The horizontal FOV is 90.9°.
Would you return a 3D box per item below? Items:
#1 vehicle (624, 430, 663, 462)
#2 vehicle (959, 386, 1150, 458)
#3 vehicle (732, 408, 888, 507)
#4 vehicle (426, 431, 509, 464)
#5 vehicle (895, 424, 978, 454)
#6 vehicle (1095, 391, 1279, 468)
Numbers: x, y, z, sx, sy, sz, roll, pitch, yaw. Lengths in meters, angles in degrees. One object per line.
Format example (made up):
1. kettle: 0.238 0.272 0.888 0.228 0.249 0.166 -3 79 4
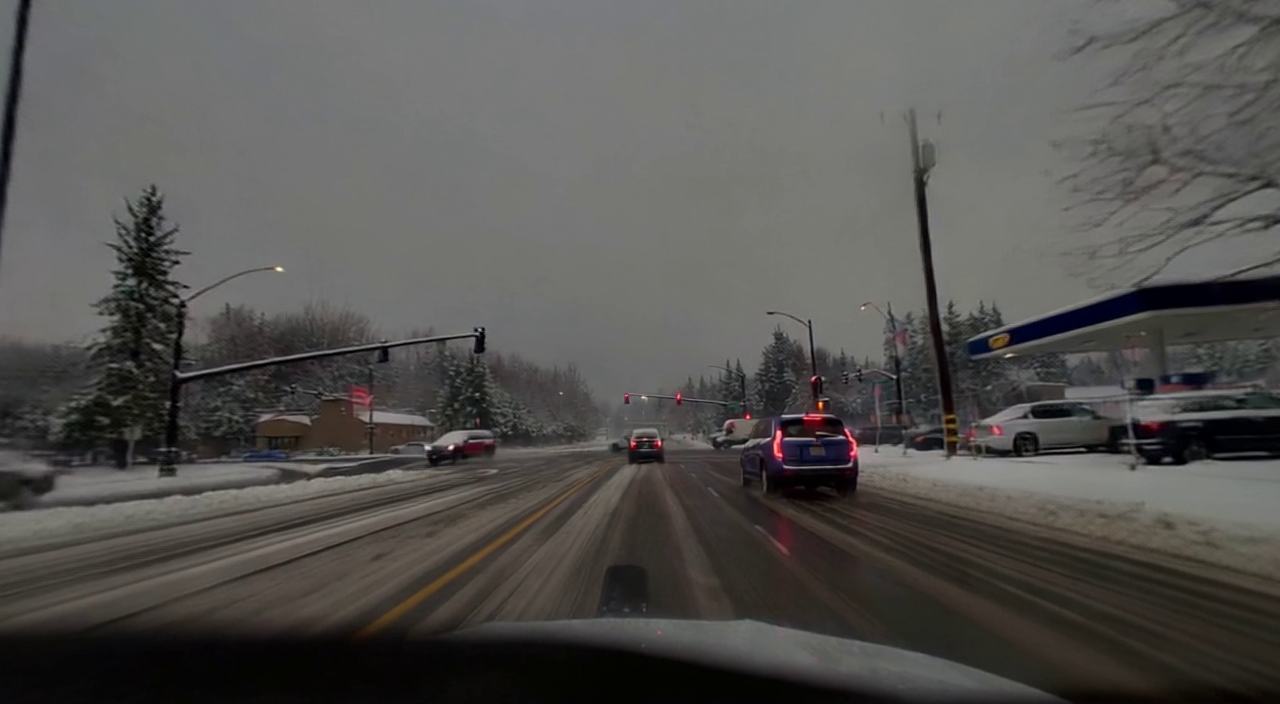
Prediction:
1. vehicle: 0.208 5.285 35.411 2.067 1.702 3.987 0 -8 1
2. vehicle: 16.299 2.817 25.079 5.790 2.675 2.554 1 -8 -4
3. vehicle: 3.407 2.237 13.661 2.083 1.779 4.347 0 -8 -1
4. vehicle: -10.963 6.131 40.528 2.191 1.984 5.431 -3 -9 22
5. vehicle: 17.065 5.021 36.425 3.848 1.674 1.887 0 -8 1
6. vehicle: 16.075 2.134 17.128 5.659 1.947 2.165 0 -8 1
